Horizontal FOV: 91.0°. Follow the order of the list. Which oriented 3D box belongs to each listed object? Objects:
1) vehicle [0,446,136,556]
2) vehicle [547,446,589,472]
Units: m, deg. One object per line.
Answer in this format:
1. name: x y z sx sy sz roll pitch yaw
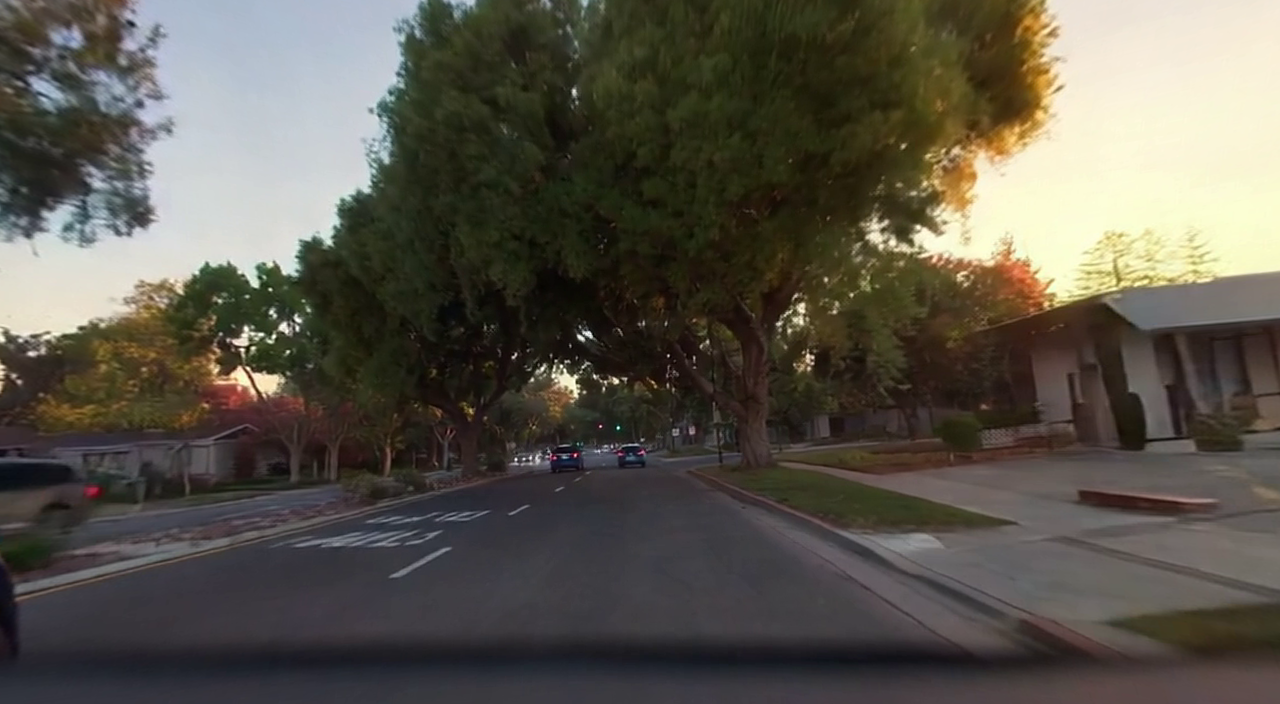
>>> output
1. vehicle: -12.290 2.670 11.117 2.292 1.882 5.655 -2 -10 -3
2. vehicle: -4.397 6.627 39.200 2.083 1.460 4.527 0 -8 0
